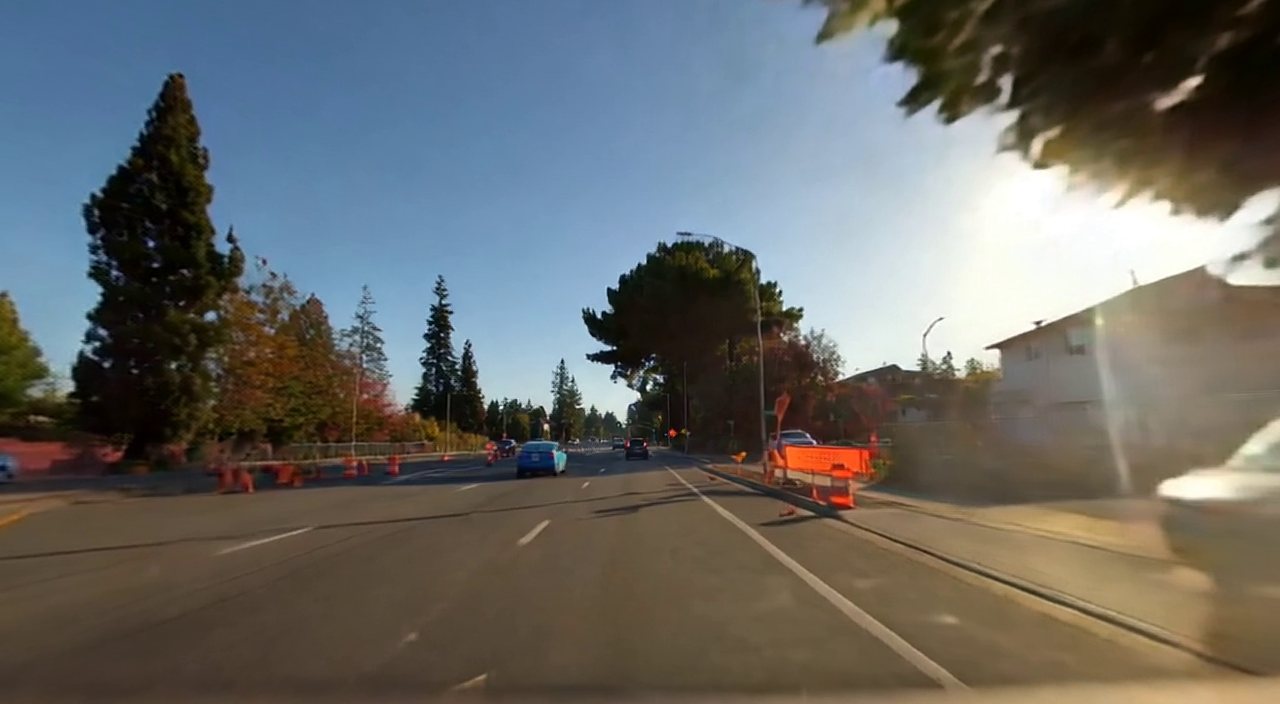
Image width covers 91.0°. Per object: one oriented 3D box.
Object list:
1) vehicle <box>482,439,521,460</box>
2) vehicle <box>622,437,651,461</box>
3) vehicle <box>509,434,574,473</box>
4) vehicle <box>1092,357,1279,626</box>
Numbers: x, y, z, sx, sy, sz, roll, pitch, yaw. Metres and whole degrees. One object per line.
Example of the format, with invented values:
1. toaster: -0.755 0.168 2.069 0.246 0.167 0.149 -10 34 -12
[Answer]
1. vehicle: -10.707 7.569 49.058 2.009 1.541 4.753 0 -8 -1
2. vehicle: -0.246 7.372 48.054 2.135 1.711 4.124 0 -8 0
3. vehicle: -4.578 4.808 30.023 2.198 1.663 4.519 0 -8 2
4. vehicle: 6.484 1.013 4.699 4.447 1.754 2.182 0 -8 4
